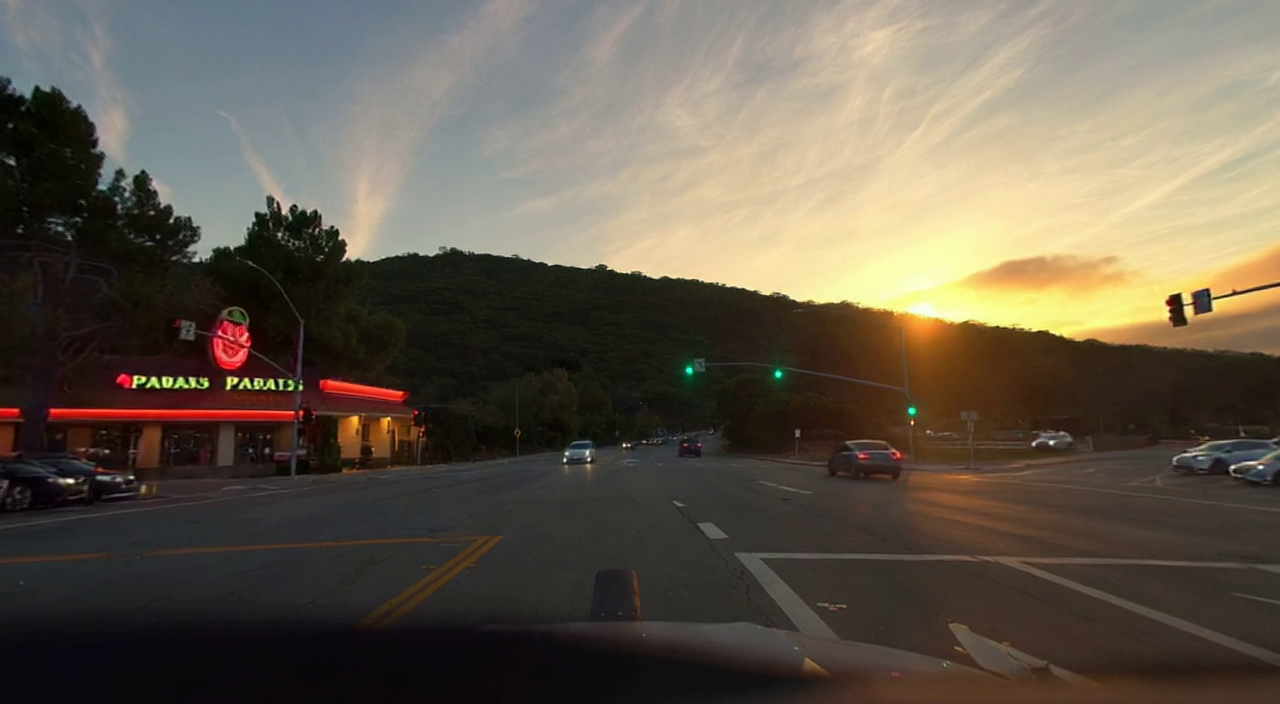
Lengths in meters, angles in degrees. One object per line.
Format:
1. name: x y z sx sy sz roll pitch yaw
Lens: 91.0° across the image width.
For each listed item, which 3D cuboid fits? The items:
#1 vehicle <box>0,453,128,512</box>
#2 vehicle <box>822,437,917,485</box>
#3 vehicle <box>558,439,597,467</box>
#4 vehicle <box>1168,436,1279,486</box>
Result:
1. vehicle: -19.798 4.190 20.470 4.440 1.748 2.033 0 -9 1
2. vehicle: 9.659 4.616 26.944 2.273 1.839 4.218 0 -9 -3
3. vehicle: -4.502 7.372 46.003 2.238 1.883 4.503 0 -9 2
4. vehicle: 25.035 4.467 26.059 4.546 1.944 2.051 1 -9 -5
